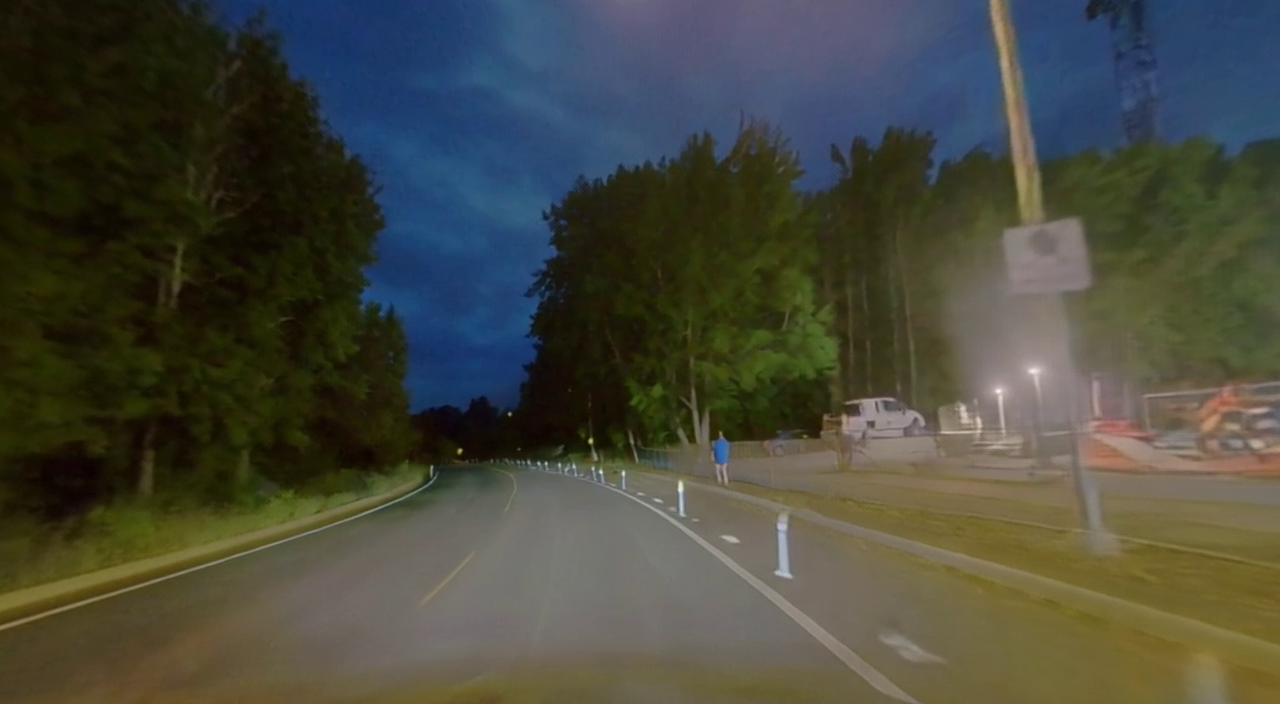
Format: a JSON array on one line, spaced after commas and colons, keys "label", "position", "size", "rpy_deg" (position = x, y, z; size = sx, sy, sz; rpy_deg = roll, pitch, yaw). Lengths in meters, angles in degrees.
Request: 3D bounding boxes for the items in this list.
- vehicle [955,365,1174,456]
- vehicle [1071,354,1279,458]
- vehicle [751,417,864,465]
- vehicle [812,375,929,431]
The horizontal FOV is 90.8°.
[{"label": "vehicle", "position": [9.135, 1.345, 13.785], "size": [3.674, 1.559, 1.775], "rpy_deg": [5, -10, -7]}, {"label": "vehicle", "position": [9.760, 0.997, 10.907], "size": [3.451, 1.504, 1.652], "rpy_deg": [3, -10, -4]}, {"label": "vehicle", "position": [8.317, 4.405, 31.364], "size": [5.021, 1.930, 2.119], "rpy_deg": [-1, -9, -25]}, {"label": "vehicle", "position": [9.542, 2.149, 26.155], "size": [4.180, 1.880, 2.028], "rpy_deg": [7, -8, -20]}]
